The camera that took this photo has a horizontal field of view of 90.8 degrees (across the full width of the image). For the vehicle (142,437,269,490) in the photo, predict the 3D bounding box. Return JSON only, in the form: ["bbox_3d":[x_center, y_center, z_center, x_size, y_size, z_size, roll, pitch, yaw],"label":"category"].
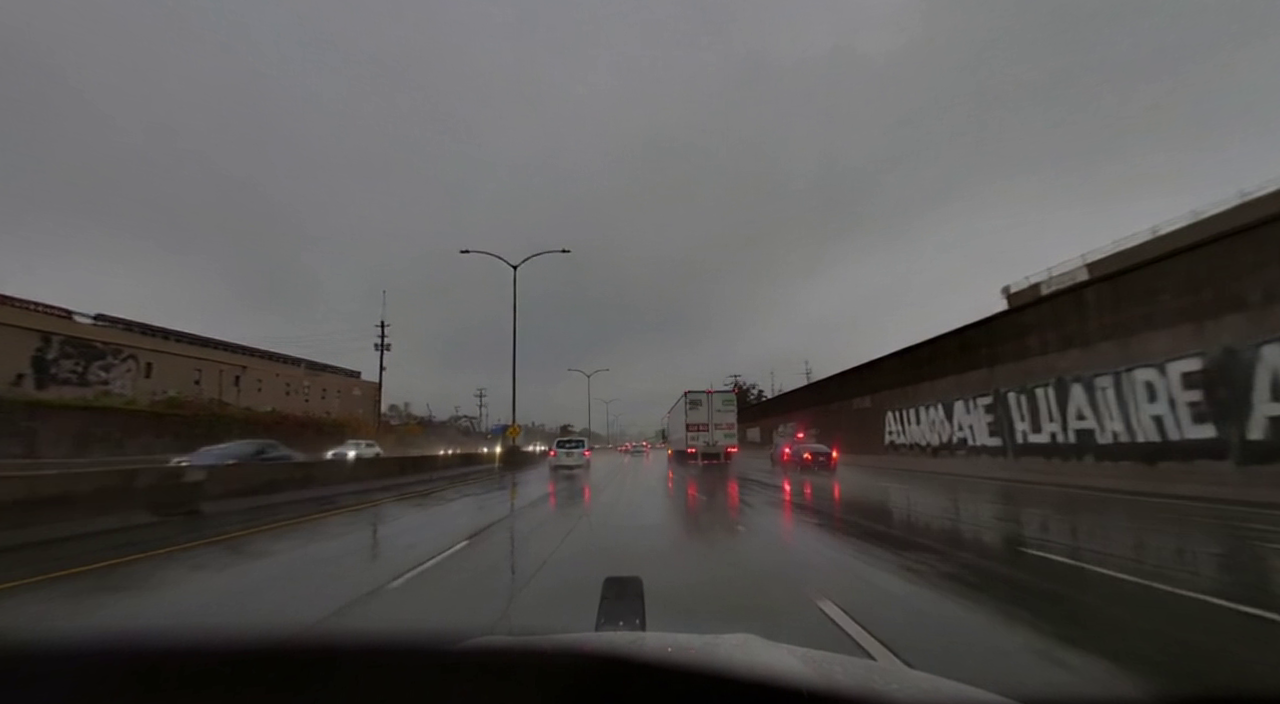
[{"bbox_3d":[-13.188,3.393,19.440,1.466,1.474,3.337,0,-9,1],"label":"vehicle"}]

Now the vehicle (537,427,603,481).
[{"bbox_3d":[-2.573,3.920,24.449,2.249,1.843,5.176,1,-9,-4],"label":"vehicle"}]

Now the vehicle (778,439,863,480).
[{"bbox_3d":[7.041,4.240,25.141,1.915,1.476,4.677,0,-9,-1],"label":"vehicle"}]

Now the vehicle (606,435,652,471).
[{"bbox_3d":[-0.528,5.106,31.980,2.191,1.685,4.015,0,-9,-1],"label":"vehicle"}]

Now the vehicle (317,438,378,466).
[{"bbox_3d":[-17.344,5.932,37.609,1.833,1.541,3.656,0,-9,0],"label":"vehicle"}]

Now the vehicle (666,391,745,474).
[{"bbox_3d":[3.274,4.530,34.754,2.976,3.806,10.591,0,-9,-1],"label":"vehicle"}]
